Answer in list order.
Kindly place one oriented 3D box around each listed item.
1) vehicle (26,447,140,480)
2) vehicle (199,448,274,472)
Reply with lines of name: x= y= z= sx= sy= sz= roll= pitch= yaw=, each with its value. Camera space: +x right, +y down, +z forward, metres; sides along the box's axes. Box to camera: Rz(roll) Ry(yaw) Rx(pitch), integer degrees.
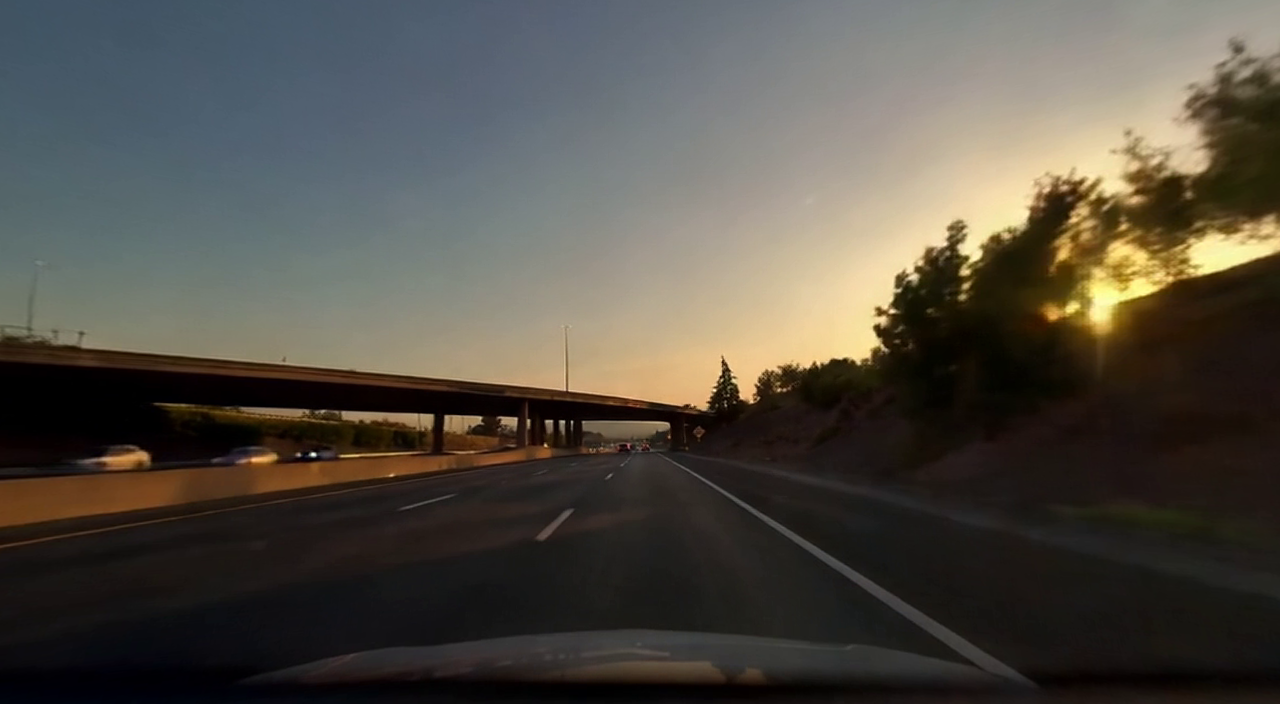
vehicle: x=-32.119 y=6.401 z=36.583 sx=2.059 sy=1.750 sz=4.910 roll=0 pitch=-9 yaw=1
vehicle: x=-28.151 y=7.557 z=44.185 sx=1.973 sy=1.553 sz=4.870 roll=0 pitch=-9 yaw=1
